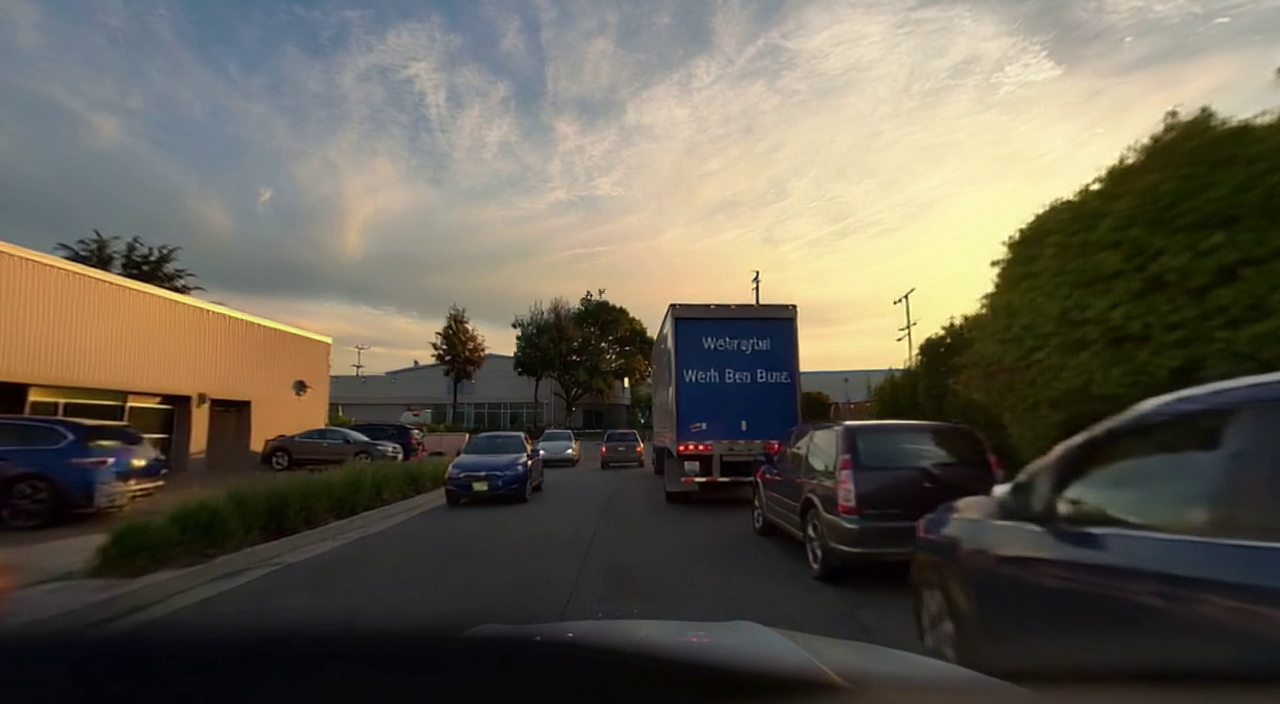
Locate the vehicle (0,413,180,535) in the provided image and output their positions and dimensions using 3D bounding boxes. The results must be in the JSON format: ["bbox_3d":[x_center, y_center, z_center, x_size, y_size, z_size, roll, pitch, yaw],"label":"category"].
[{"bbox_3d":[-9.028,1.595,8.505,4.102,1.455,1.870,0,-8,-1],"label":"vehicle"}]

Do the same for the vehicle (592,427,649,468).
[{"bbox_3d":[-0.700,3.889,25.841,2.160,1.498,3.909,0,-8,1],"label":"vehicle"}]

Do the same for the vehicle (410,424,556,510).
[{"bbox_3d":[-3.088,2.347,13.408,2.033,1.508,4.298,0,-8,-1],"label":"vehicle"}]

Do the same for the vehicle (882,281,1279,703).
[{"bbox_3d":[2.453,0.685,1.577,1.875,1.674,4.231,0,-8,-2],"label":"vehicle"}]

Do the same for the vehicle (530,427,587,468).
[{"bbox_3d":[-3.172,3.808,25.259,1.780,1.488,4.043,0,-8,-1],"label":"vehicle"}]

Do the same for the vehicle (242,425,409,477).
[{"bbox_3d":[-9.338,2.961,19.021,4.015,1.461,1.903,1,-8,-5],"label":"vehicle"}]

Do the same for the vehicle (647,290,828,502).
[{"bbox_3d":[1.956,1.795,19.435,2.865,4.113,14.471,0,-8,-2],"label":"vehicle"}]
